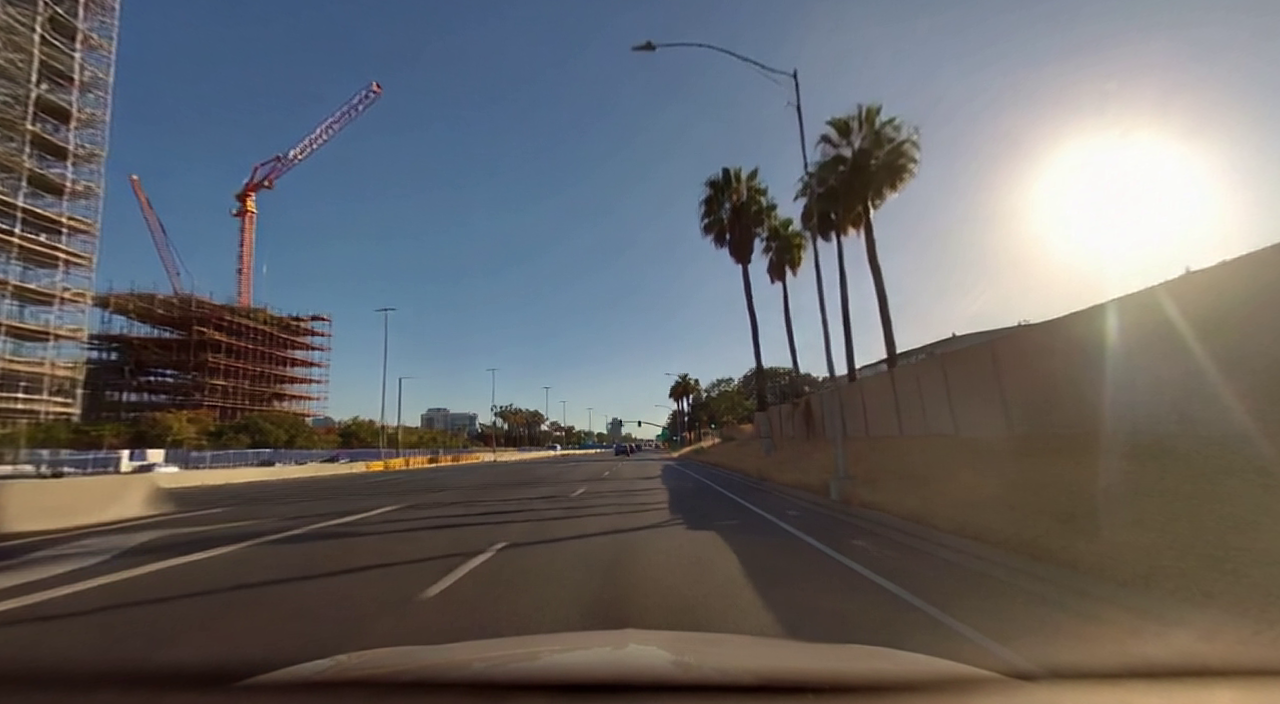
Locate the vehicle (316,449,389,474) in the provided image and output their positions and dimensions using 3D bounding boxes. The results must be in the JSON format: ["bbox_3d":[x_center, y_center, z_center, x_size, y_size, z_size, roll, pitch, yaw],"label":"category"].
[{"bbox_3d":[-21.110,8.049,46.486,2.050,1.686,4.593,-4,-9,25],"label":"vehicle"}]

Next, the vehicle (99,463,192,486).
[{"bbox_3d":[-30.198,7.499,38.625,4.101,1.243,1.698,3,-9,-23],"label":"vehicle"}]

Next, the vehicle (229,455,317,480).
[{"bbox_3d":[-24.478,7.657,42.147,1.790,1.484,4.651,-7,-11,39],"label":"vehicle"}]
